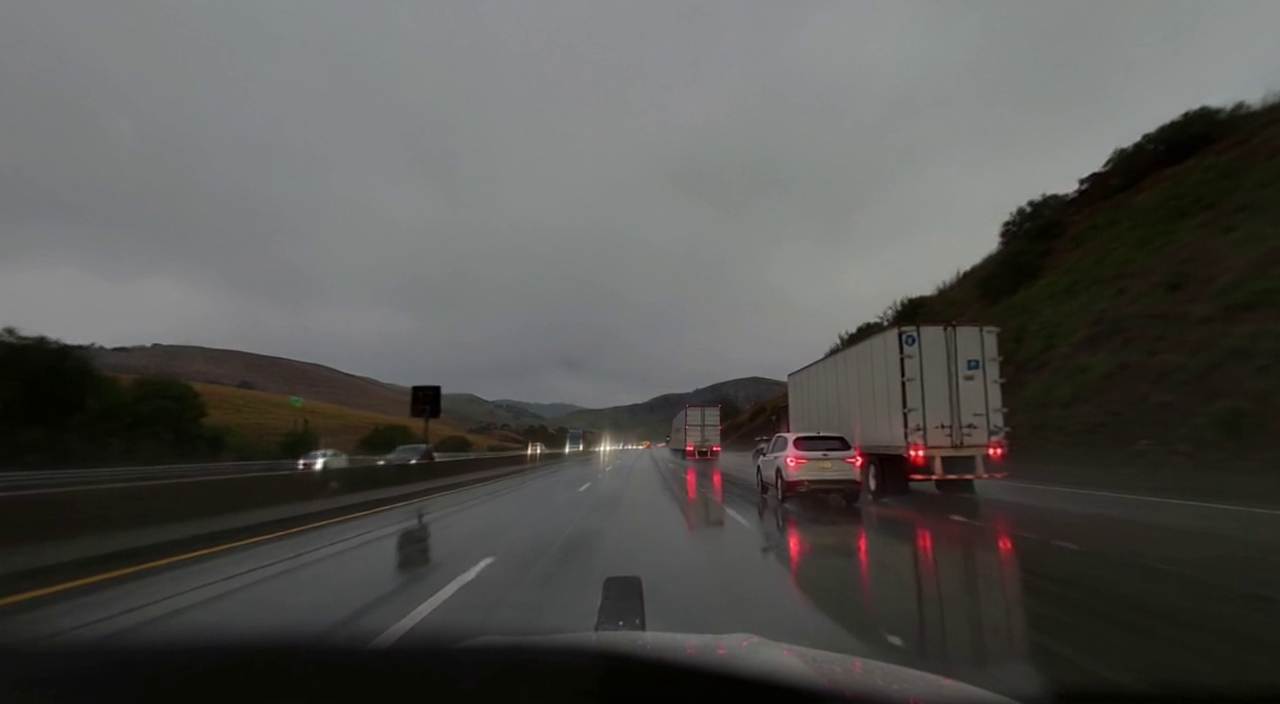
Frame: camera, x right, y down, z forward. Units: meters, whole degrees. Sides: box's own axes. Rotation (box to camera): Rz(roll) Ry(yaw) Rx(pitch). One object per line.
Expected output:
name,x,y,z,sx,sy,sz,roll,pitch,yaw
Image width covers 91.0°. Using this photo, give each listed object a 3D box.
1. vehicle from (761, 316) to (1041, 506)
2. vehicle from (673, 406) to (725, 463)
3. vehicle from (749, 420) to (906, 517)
vehicle,7.241,2.461,21.919,2.947,4.199,16.175,0,-9,0
vehicle,4.412,6.564,49.331,3.049,3.968,10.706,0,-9,0
vehicle,3.754,2.420,13.530,2.055,1.737,4.224,0,-9,0
